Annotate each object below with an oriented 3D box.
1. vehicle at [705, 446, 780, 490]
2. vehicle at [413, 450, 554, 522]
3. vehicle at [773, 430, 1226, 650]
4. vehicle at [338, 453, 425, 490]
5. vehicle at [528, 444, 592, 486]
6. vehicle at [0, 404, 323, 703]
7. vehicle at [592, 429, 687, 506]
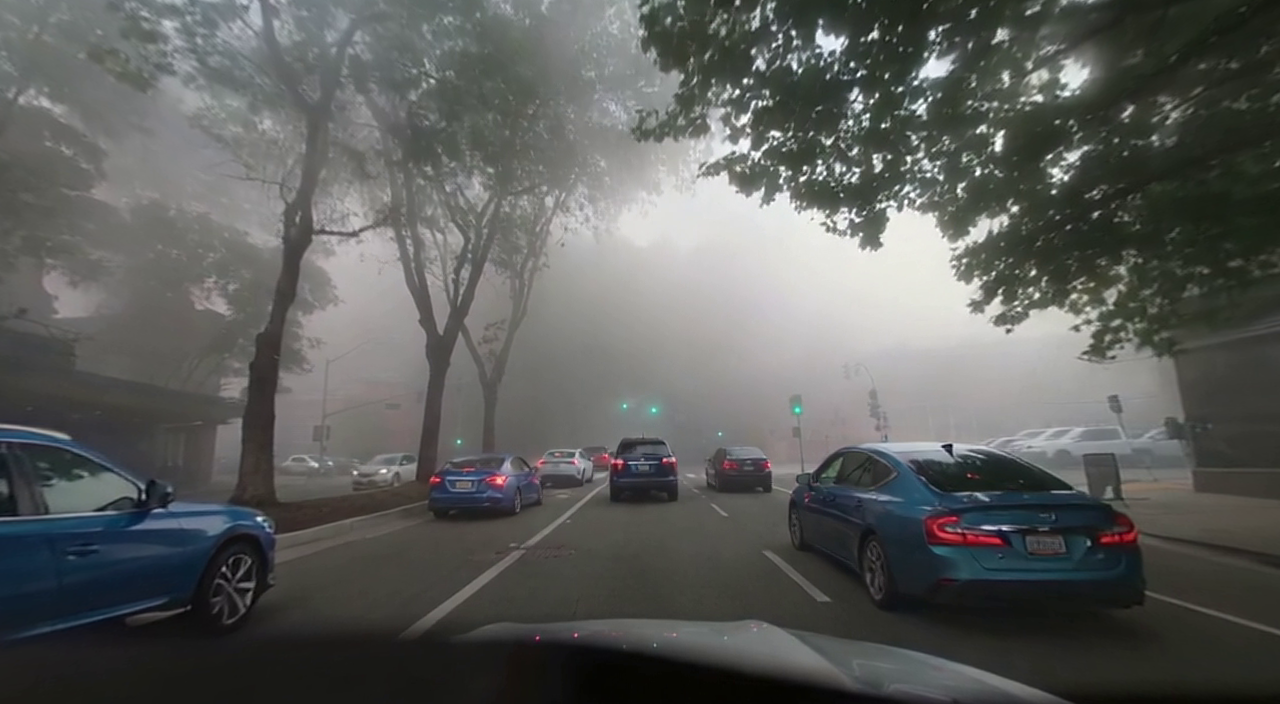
[{"bbox_3d":[3.671,4.245,23.446,2.058,1.472,4.317,0,-8,0],"label":"vehicle"},{"bbox_3d":[-3.333,2.931,14.323,2.115,1.369,3.908,0,-8,1],"label":"vehicle"},{"bbox_3d":[2.927,1.619,6.606,2.052,1.475,4.540,0,-8,0],"label":"vehicle"},{"bbox_3d":[-12.053,5.563,29.798,2.069,1.539,4.595,0,-8,1],"label":"vehicle"},{"bbox_3d":[-3.312,4.784,26.953,2.130,1.645,3.995,0,-8,1],"label":"vehicle"},{"bbox_3d":[-3.979,1.109,3.503,2.173,1.536,4.285,0,-8,0],"label":"vehicle"},{"bbox_3d":[0.012,3.224,18.056,2.361,1.898,4.465,0,-8,1],"label":"vehicle"}]
